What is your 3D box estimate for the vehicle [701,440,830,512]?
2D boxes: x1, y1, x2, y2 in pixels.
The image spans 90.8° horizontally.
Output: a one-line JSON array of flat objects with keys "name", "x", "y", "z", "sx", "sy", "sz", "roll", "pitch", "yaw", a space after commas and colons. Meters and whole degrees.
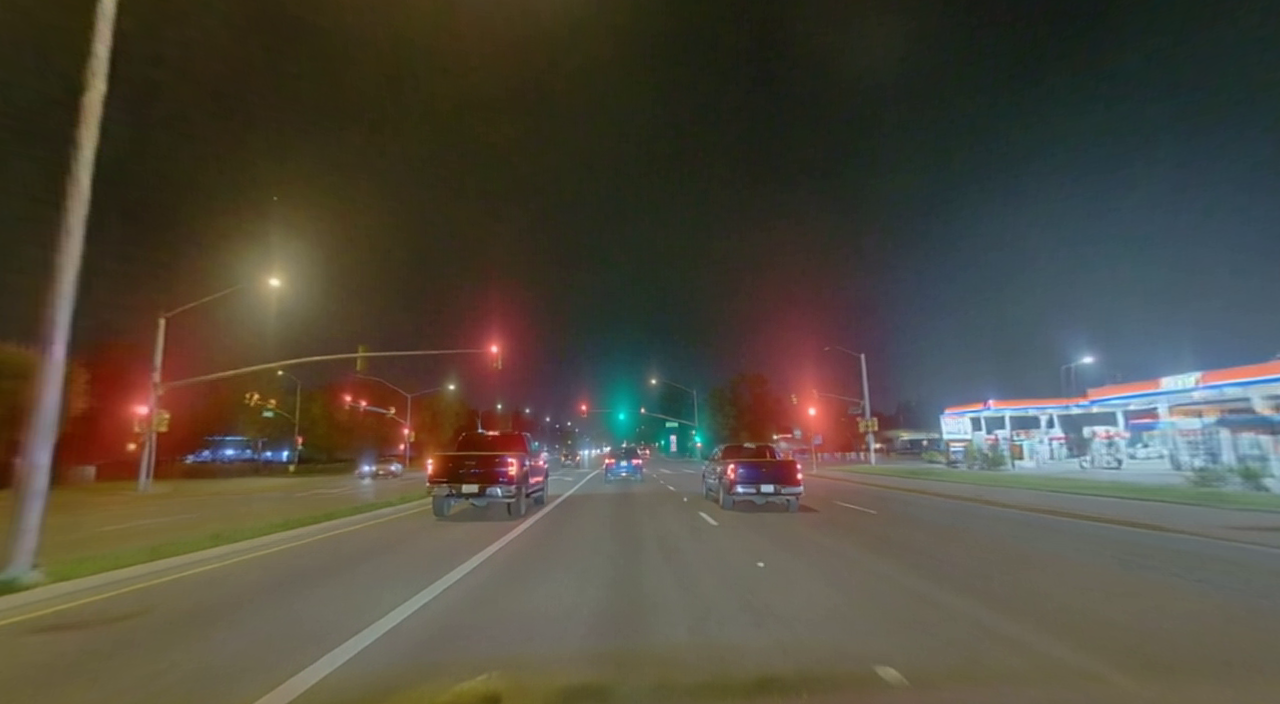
[{"name": "vehicle", "x": 2.838, "y": 2.932, "z": 15.457, "sx": 2.061, "sy": 1.487, "sz": 4.462, "roll": 0, "pitch": -9, "yaw": -3}]

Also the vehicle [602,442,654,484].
[{"name": "vehicle", "x": -0.532, "y": 4.612, "z": 26.479, "sx": 2.029, "sy": 1.605, "sz": 3.827, "roll": 0, "pitch": -9, "yaw": -2}]

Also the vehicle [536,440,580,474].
[{"name": "vehicle", "x": -5.298, "y": 6.657, "z": 40.255, "sx": 2.321, "sy": 2.026, "sz": 5.307, "roll": 2, "pitch": -9, "yaw": -12}]

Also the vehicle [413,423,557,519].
[{"name": "vehicle", "x": -3.493, "y": 2.810, "z": 15.576, "sx": 2.195, "sy": 1.905, "sz": 5.634, "roll": 0, "pitch": -9, "yaw": -1}]
